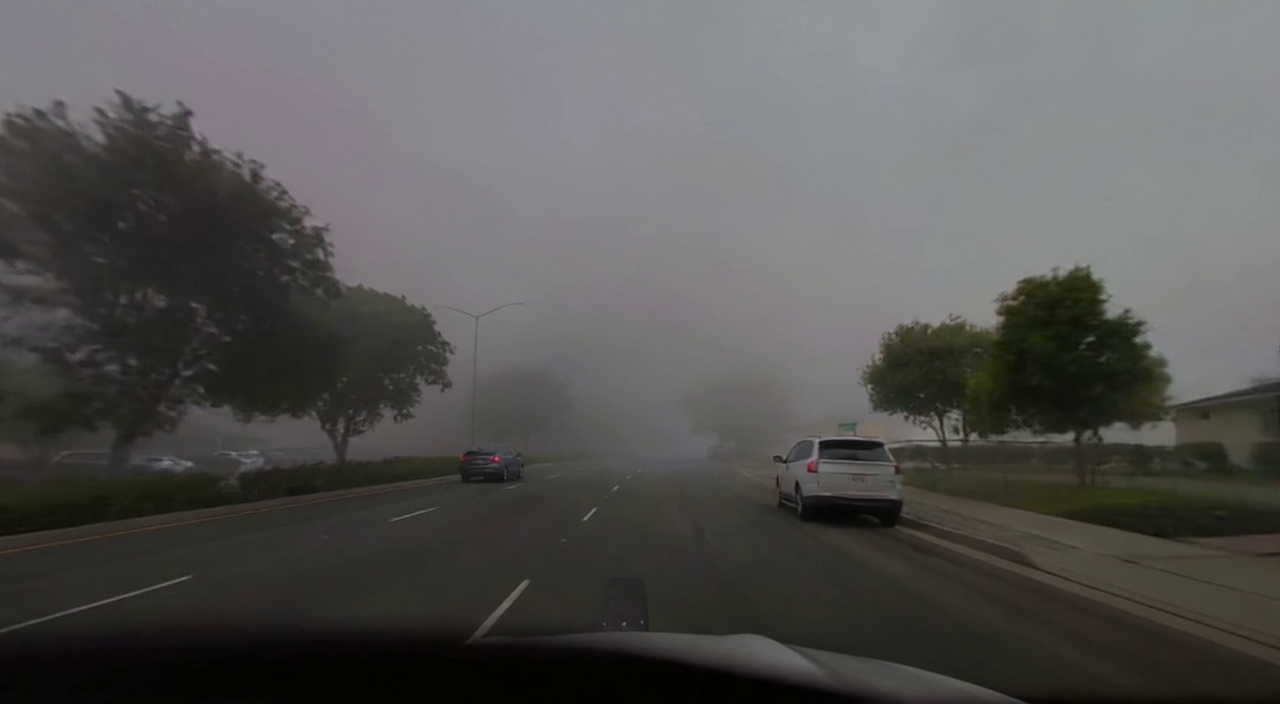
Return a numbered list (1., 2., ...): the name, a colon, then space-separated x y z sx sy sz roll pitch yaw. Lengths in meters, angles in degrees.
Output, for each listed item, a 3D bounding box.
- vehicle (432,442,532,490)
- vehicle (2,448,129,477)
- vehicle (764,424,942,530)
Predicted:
1. vehicle: -5.266 3.857 21.773 2.060 1.473 4.645 0 -8 3
2. vehicle: -30.304 5.849 33.368 4.481 1.441 1.960 2 -8 -10
3. vehicle: 3.931 2.383 12.664 2.064 1.697 4.718 0 -8 2
